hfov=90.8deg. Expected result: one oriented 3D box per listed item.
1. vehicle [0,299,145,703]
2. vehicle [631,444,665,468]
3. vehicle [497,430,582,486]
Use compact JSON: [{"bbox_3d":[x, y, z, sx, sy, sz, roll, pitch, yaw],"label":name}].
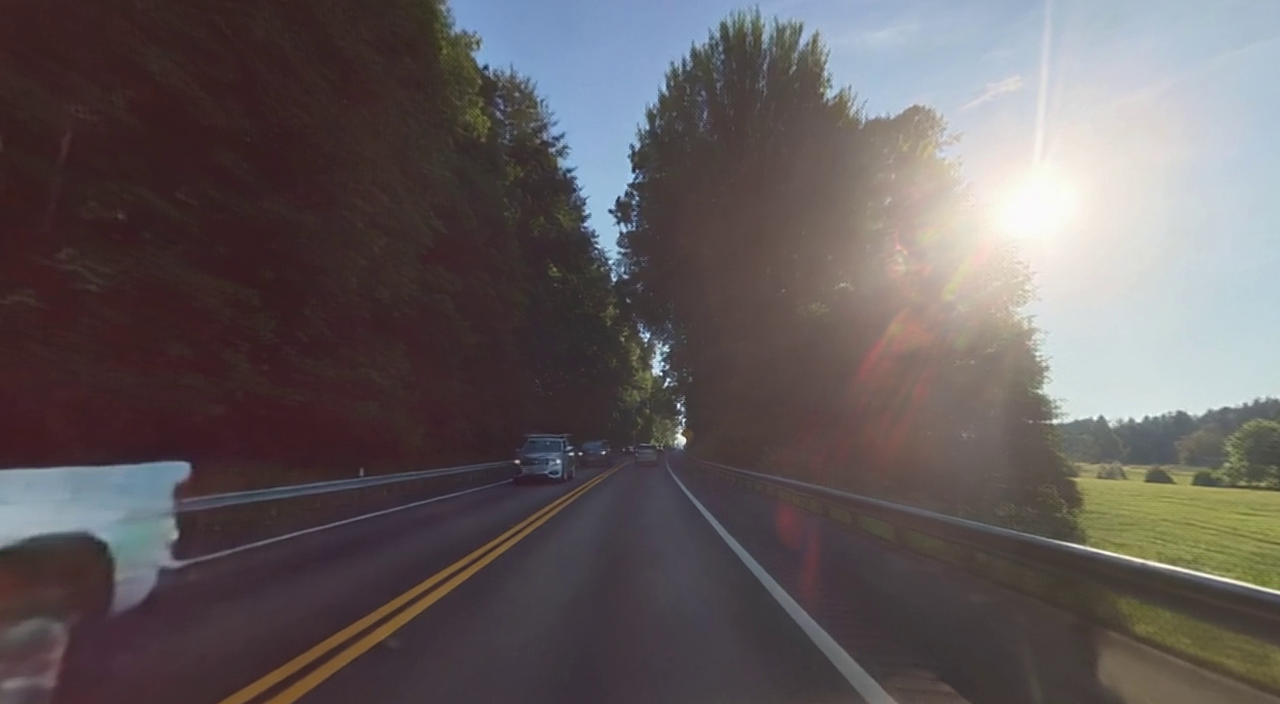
[{"bbox_3d":[-4.689,0.520,1.335,2.479,2.208,5.780,-1,-9,1],"label":"vehicle"},{"bbox_3d":[0.526,6.772,41.232,2.067,1.486,3.861,-1,-9,1],"label":"vehicle"},{"bbox_3d":[-3.950,4.347,26.029,2.461,2.030,5.478,-1,-9,2],"label":"vehicle"}]
